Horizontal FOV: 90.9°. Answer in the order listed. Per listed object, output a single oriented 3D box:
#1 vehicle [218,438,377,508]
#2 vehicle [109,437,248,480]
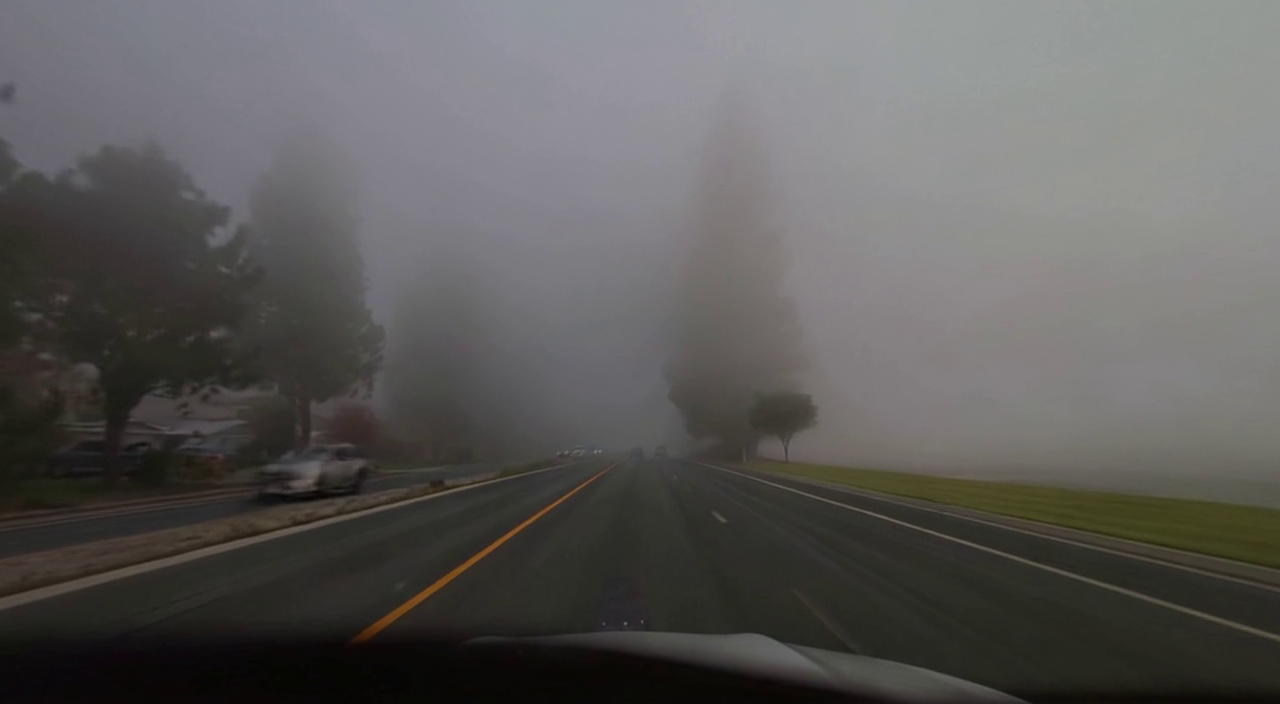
[{"bbox_3d":[-9.479,3.359,18.018,2.009,1.709,4.664,0,-8,-1],"label":"vehicle"},{"bbox_3d":[-24.362,5.623,33.441,5.636,1.965,2.262,-2,-7,1],"label":"vehicle"}]
